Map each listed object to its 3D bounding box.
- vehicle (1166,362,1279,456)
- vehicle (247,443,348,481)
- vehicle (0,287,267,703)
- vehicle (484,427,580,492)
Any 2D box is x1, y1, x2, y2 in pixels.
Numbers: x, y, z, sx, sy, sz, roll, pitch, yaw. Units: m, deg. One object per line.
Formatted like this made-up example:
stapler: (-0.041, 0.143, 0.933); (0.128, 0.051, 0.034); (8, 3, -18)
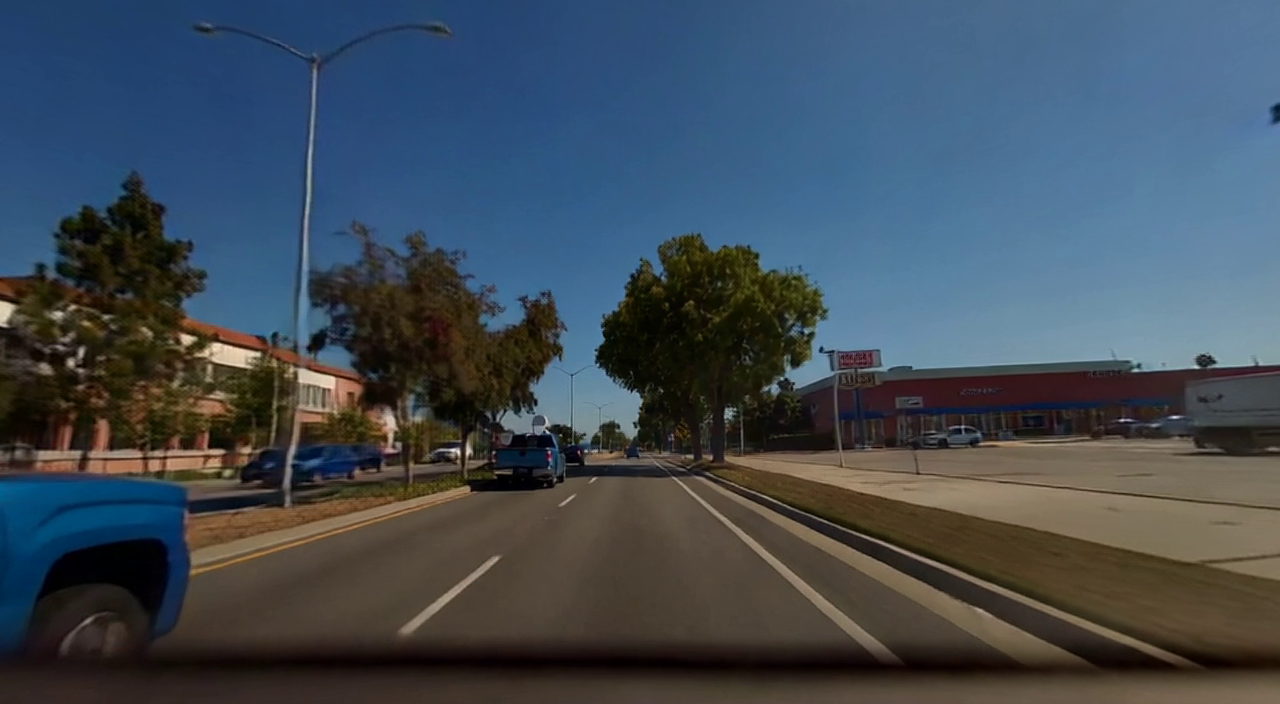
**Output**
vehicle: (26.065, 1.881, 22.078); (2.948, 3.576, 13.937); (0, -8, -2)
vehicle: (-14.830, 4.768, 27.573); (2.047, 1.489, 4.216); (0, -8, 0)
vehicle: (-3.200, 0.513, 0.764); (2.277, 1.801, 5.250); (0, -8, 0)
vehicle: (-3.275, 3.417, 20.323); (2.065, 1.790, 5.417); (0, -8, 1)
